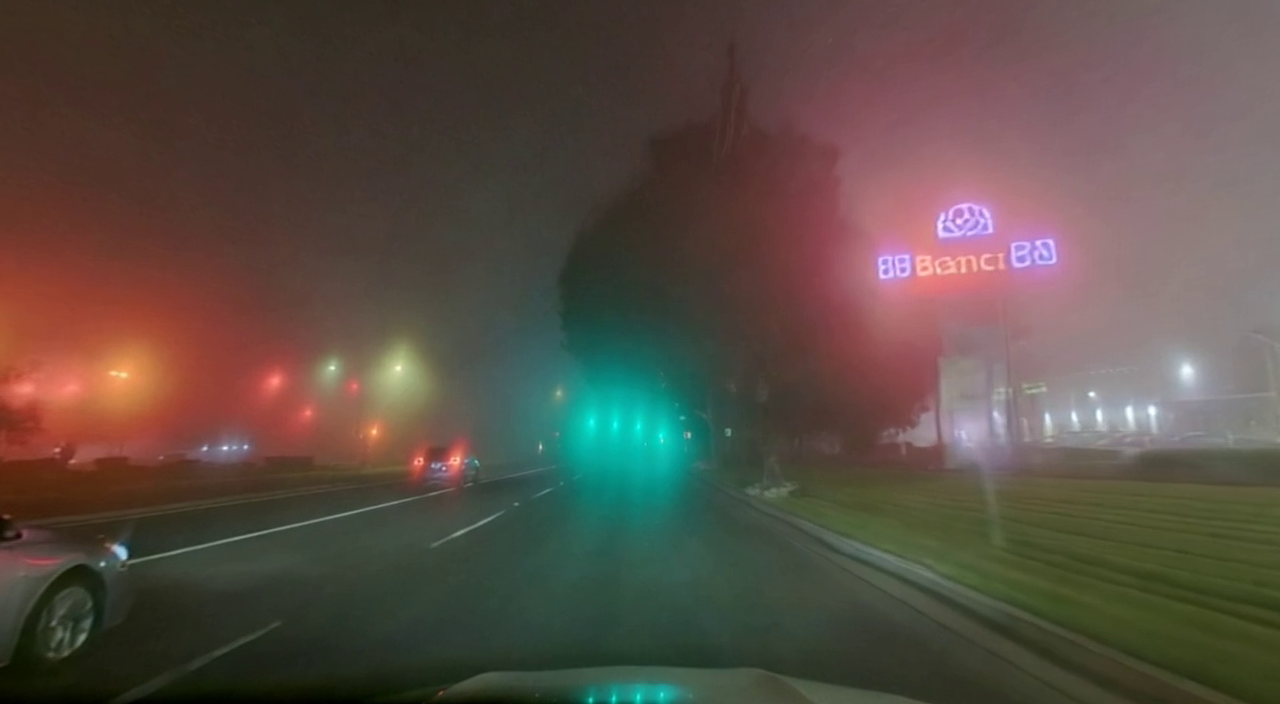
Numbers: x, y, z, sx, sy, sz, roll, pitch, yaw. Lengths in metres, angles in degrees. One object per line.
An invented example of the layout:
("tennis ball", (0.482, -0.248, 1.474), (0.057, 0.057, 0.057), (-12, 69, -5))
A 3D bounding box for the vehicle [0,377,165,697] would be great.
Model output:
("vehicle", (-4.370, 0.814, 2.268), (2.041, 1.666, 4.182), (1, -8, -1))

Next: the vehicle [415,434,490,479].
("vehicle", (-8.296, 4.679, 28.339), (2.136, 1.844, 4.363), (1, -8, -2))
